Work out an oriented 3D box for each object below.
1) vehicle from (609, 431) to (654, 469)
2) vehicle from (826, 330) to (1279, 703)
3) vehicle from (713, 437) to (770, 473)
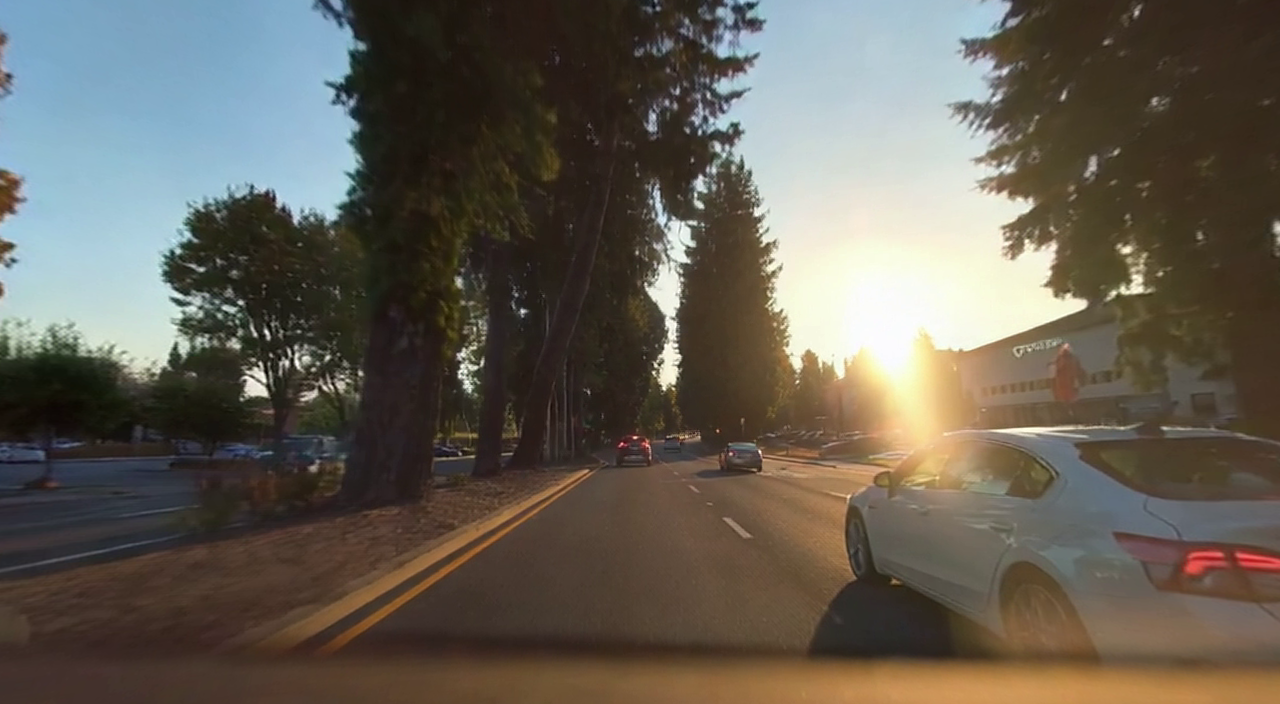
[{"bbox_3d":[-0.417,4.962,32.227,2.106,1.798,4.168,0,-8,0],"label":"vehicle"},{"bbox_3d":[3.032,1.074,4.236,2.153,1.658,4.485,0,-8,-1],"label":"vehicle"},{"bbox_3d":[4.425,4.566,28.138,1.883,1.452,4.258,0,-8,1],"label":"vehicle"}]
